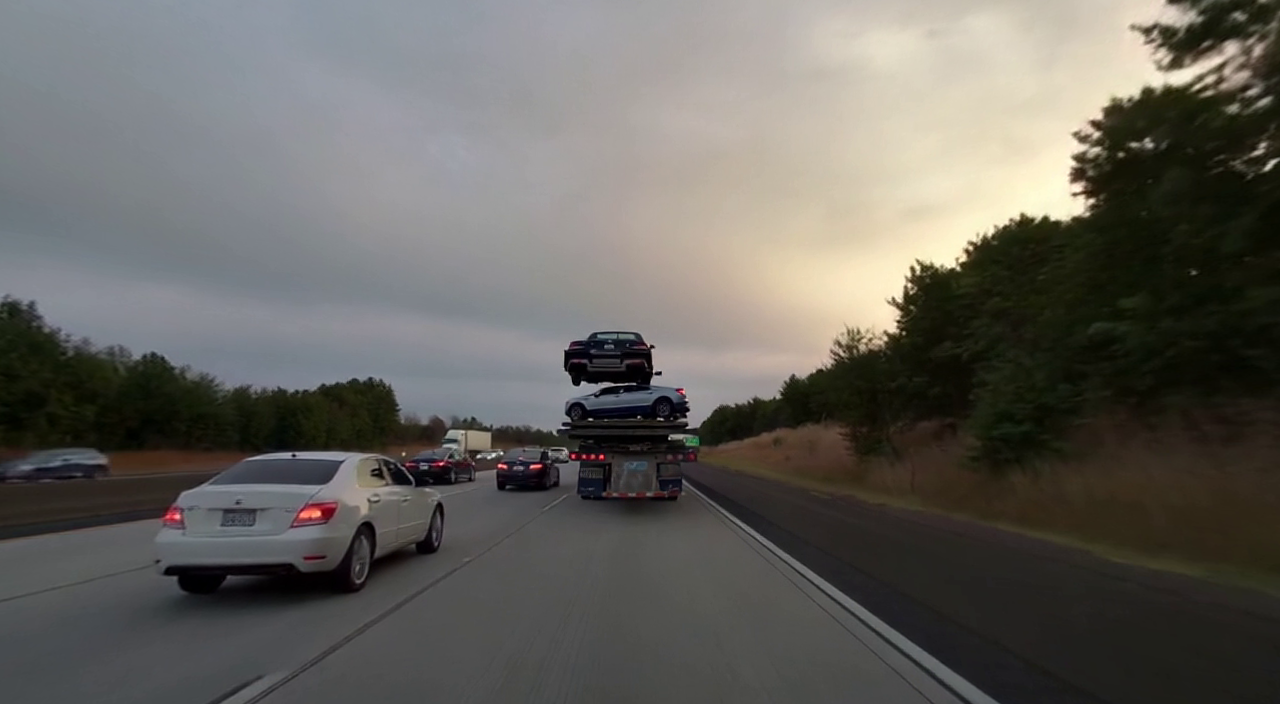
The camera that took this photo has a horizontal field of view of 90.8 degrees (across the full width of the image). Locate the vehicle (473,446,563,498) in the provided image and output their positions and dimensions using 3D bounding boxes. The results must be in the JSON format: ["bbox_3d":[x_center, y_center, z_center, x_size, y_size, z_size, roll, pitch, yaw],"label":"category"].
[{"bbox_3d":[-3.824,3.842,20.603,1.947,1.470,4.526,0,-9,1],"label":"vehicle"}]

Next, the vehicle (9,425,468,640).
[{"bbox_3d":[-3.369,1.574,6.413,2.149,1.497,3.753,0,-9,0],"label":"vehicle"}]

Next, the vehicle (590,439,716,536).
[{"bbox_3d":[0.172,2.414,11.753,1.991,1.507,3.391,0,-9,-1],"label":"vehicle"}]
